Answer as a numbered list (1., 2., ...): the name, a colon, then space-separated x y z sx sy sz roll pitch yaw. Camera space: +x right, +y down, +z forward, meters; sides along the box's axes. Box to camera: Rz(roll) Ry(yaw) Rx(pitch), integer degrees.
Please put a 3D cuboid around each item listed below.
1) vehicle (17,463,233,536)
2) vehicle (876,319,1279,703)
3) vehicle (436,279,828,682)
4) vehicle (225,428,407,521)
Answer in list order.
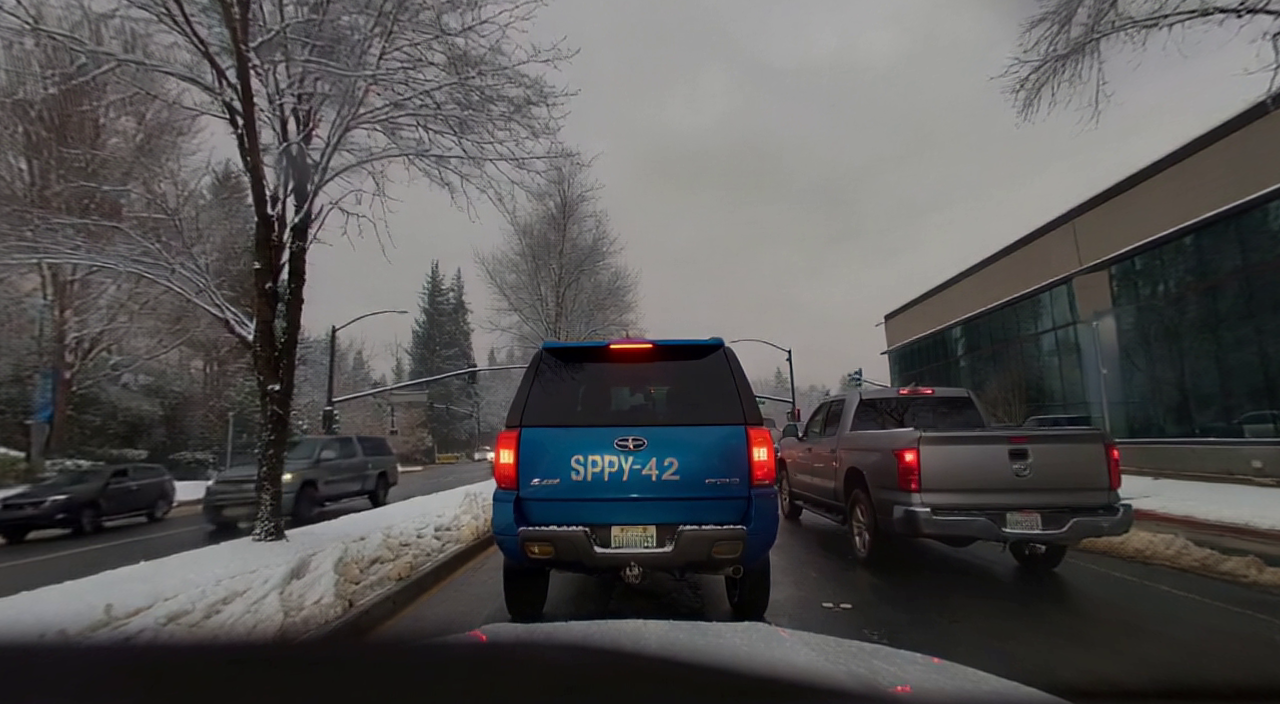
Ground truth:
1. vehicle: -16.006 4.556 20.210 2.214 1.815 5.613 0 -8 -1
2. vehicle: 3.080 0.983 3.461 2.022 1.700 4.410 0 -8 3
3. vehicle: 0.007 1.037 5.971 2.267 2.372 4.366 0 -8 2
4. vehicle: -8.439 3.215 17.217 2.136 2.109 5.377 0 -8 -1
